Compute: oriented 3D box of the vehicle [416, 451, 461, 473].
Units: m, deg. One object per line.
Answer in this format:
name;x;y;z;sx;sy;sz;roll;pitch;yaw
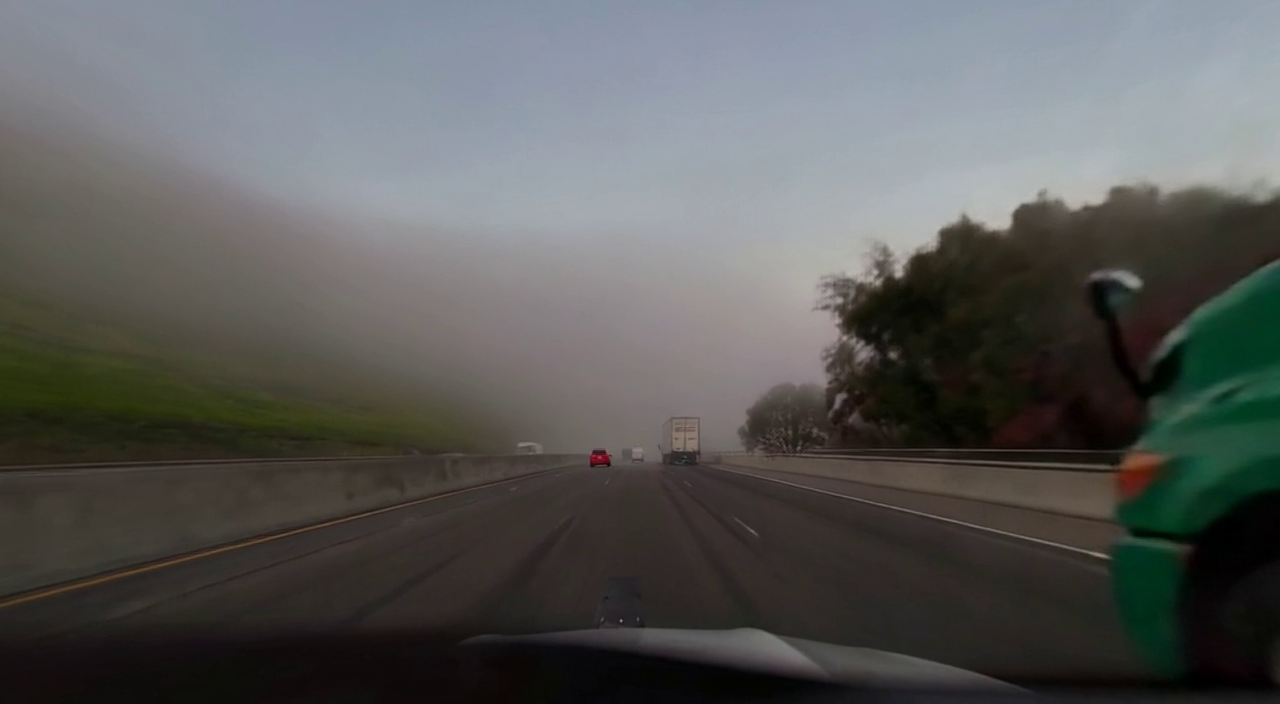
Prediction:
vehicle;-14.090;7.668;44.299;1.790;1.443;3.847;0;-9;1
